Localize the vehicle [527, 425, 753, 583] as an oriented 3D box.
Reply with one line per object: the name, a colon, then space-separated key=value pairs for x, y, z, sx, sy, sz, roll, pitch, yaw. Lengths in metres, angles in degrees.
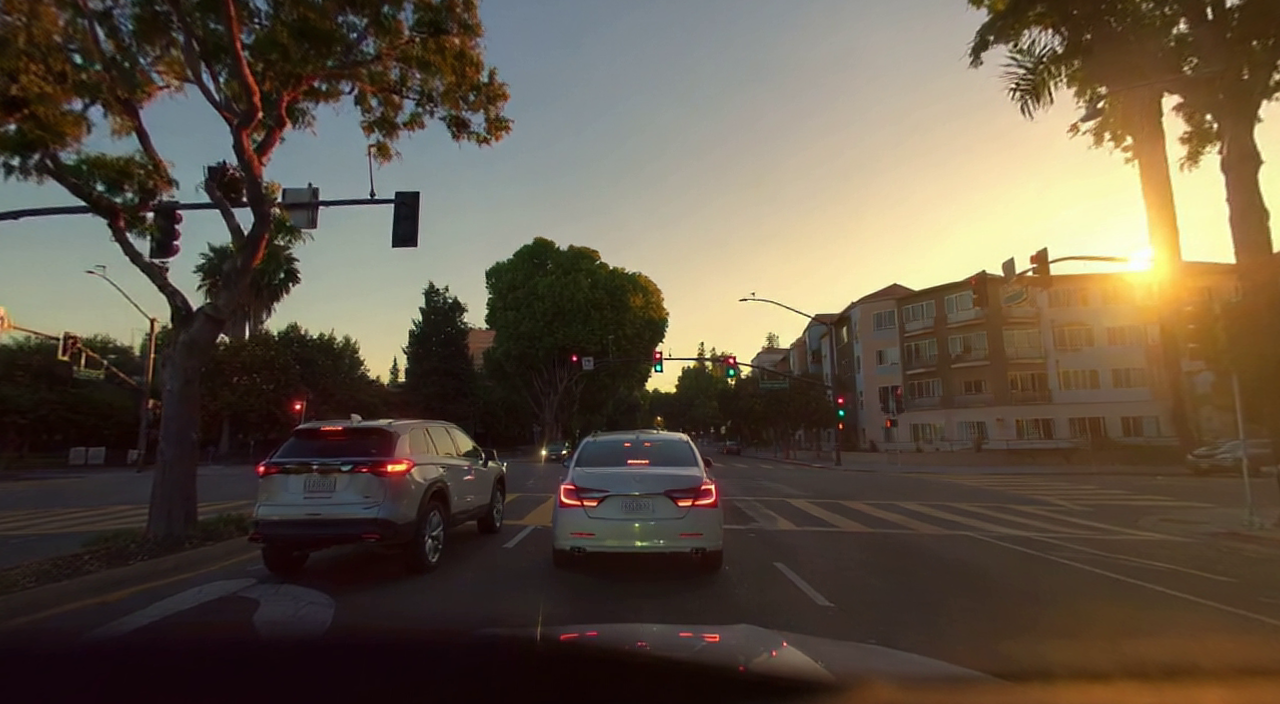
vehicle: x=0.017 y=1.767 z=8.138 sx=2.190 sy=1.522 sz=3.850 roll=0 pitch=-8 yaw=1

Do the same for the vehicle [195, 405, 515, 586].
vehicle: x=-3.179 y=1.699 z=8.336 sx=2.081 sy=1.719 sz=4.434 roll=0 pitch=-8 yaw=1
